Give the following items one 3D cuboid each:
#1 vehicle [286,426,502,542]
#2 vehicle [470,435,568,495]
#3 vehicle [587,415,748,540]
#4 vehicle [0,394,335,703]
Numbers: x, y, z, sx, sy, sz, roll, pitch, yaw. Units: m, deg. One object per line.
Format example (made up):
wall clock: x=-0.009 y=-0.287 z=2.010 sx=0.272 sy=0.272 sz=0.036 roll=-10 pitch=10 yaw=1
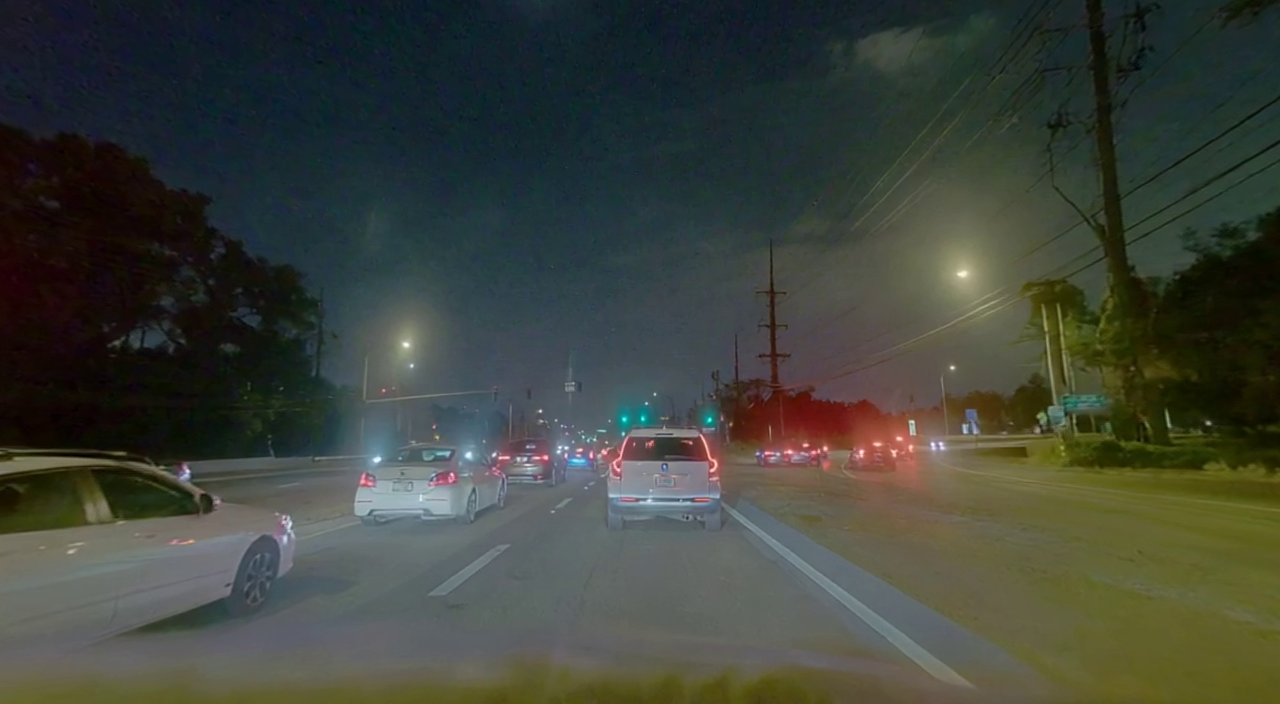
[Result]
vehicle: x=-3.809 y=2.115 z=10.680 sx=1.999 sy=1.563 sz=4.007 roll=0 pitch=-9 yaw=1
vehicle: x=-3.577 y=3.450 z=19.552 sx=2.018 sy=1.621 sz=4.441 roll=-1 pitch=-9 yaw=2
vehicle: x=0.414 y=2.028 z=10.700 sx=2.205 sy=1.691 sz=3.937 roll=0 pitch=-9 yaw=1
vehicle: x=-3.676 y=0.983 z=2.974 sx=2.051 sy=1.488 sz=4.806 roll=0 pitch=-9 yaw=0
